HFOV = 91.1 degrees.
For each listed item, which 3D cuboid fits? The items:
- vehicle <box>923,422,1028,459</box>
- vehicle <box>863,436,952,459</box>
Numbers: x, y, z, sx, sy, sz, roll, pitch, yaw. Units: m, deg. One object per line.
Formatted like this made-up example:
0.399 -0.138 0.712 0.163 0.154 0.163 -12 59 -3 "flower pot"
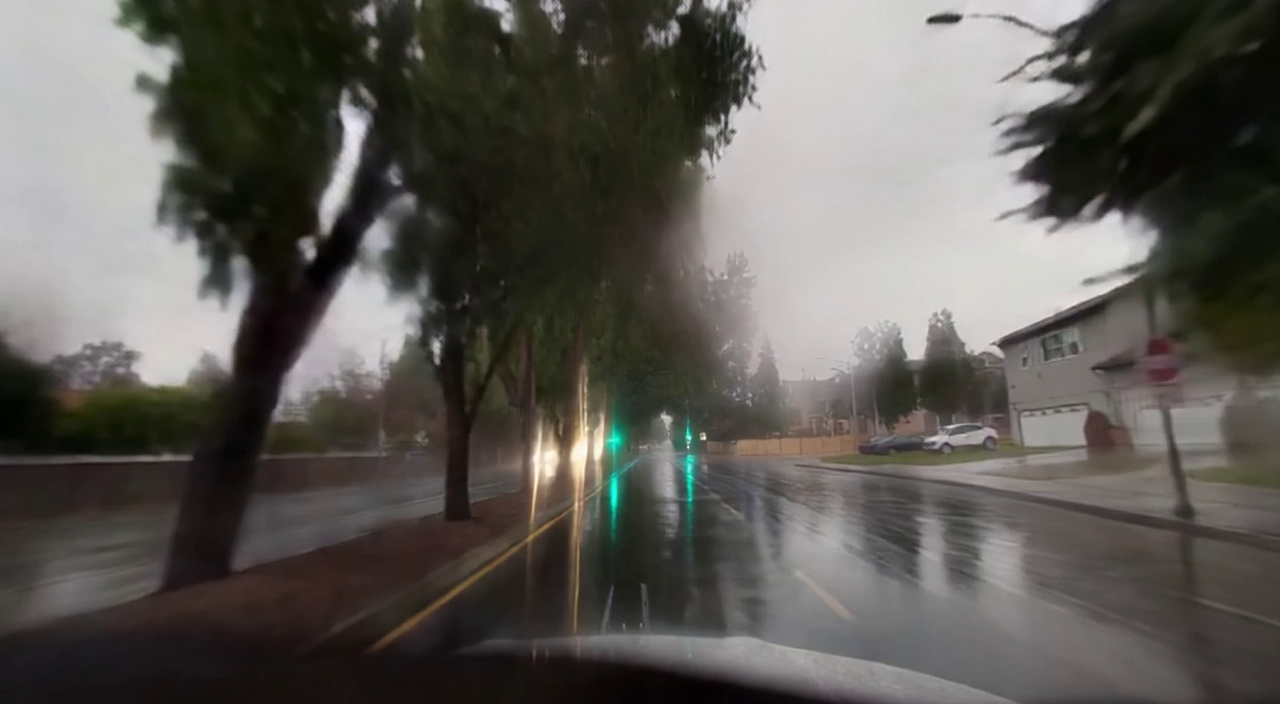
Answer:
18.617 4.931 35.009 4.611 1.920 2.043 0 -8 -2 "vehicle"
18.244 6.542 42.935 5.126 1.469 2.009 -1 -8 0 "vehicle"
